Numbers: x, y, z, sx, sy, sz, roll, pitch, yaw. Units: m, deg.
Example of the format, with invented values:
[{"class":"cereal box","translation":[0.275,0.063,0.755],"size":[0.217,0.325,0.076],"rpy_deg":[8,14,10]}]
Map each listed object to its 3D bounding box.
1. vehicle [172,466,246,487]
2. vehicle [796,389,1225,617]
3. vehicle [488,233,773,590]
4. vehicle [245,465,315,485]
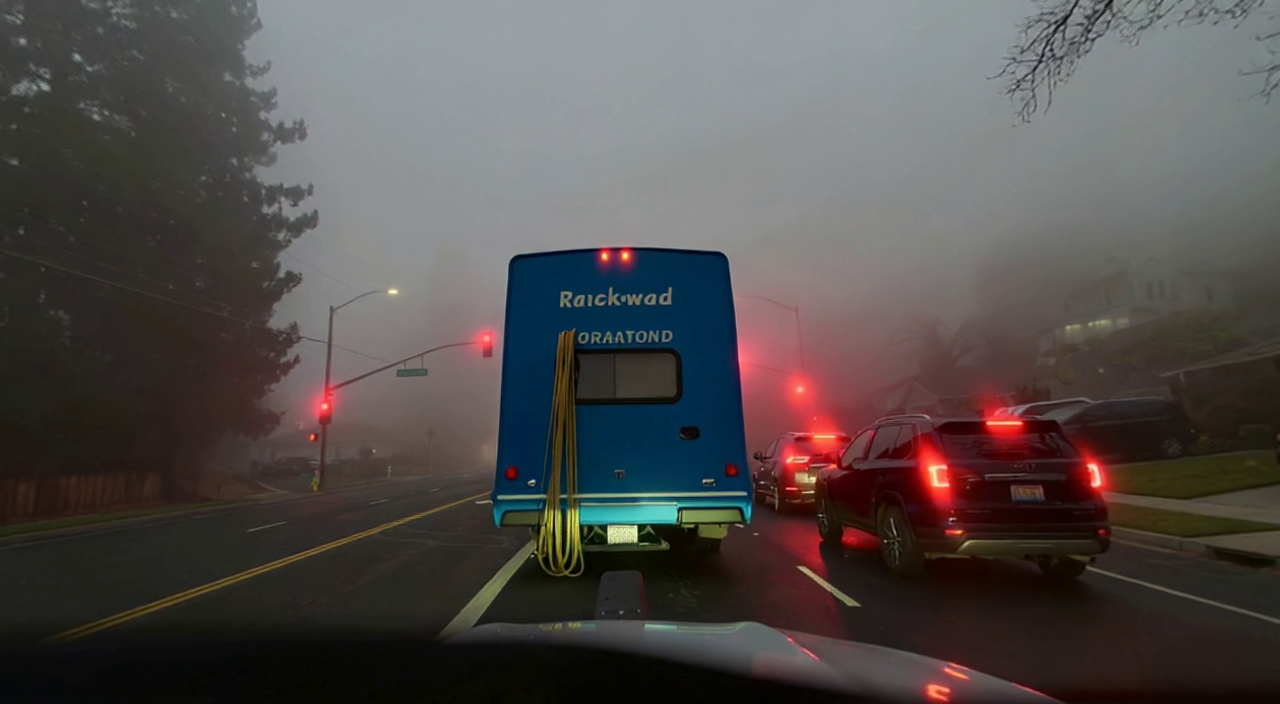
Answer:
[{"class":"vehicle","translation":[-32.676,9.403,47.950],"size":[4.311,1.458,1.707],"rpy_deg":[0,-9,-3]},{"class":"vehicle","translation":[3.406,1.492,7.137],"size":[2.104,1.735,4.408],"rpy_deg":[0,-9,0]},{"class":"vehicle","translation":[-0.099,1.126,10.327],"size":[2.709,3.511,8.213],"rpy_deg":[0,-9,0]},{"class":"vehicle","translation":[-27.417,9.351,48.138],"size":[4.187,1.445,1.809],"rpy_deg":[0,-9,0]}]
